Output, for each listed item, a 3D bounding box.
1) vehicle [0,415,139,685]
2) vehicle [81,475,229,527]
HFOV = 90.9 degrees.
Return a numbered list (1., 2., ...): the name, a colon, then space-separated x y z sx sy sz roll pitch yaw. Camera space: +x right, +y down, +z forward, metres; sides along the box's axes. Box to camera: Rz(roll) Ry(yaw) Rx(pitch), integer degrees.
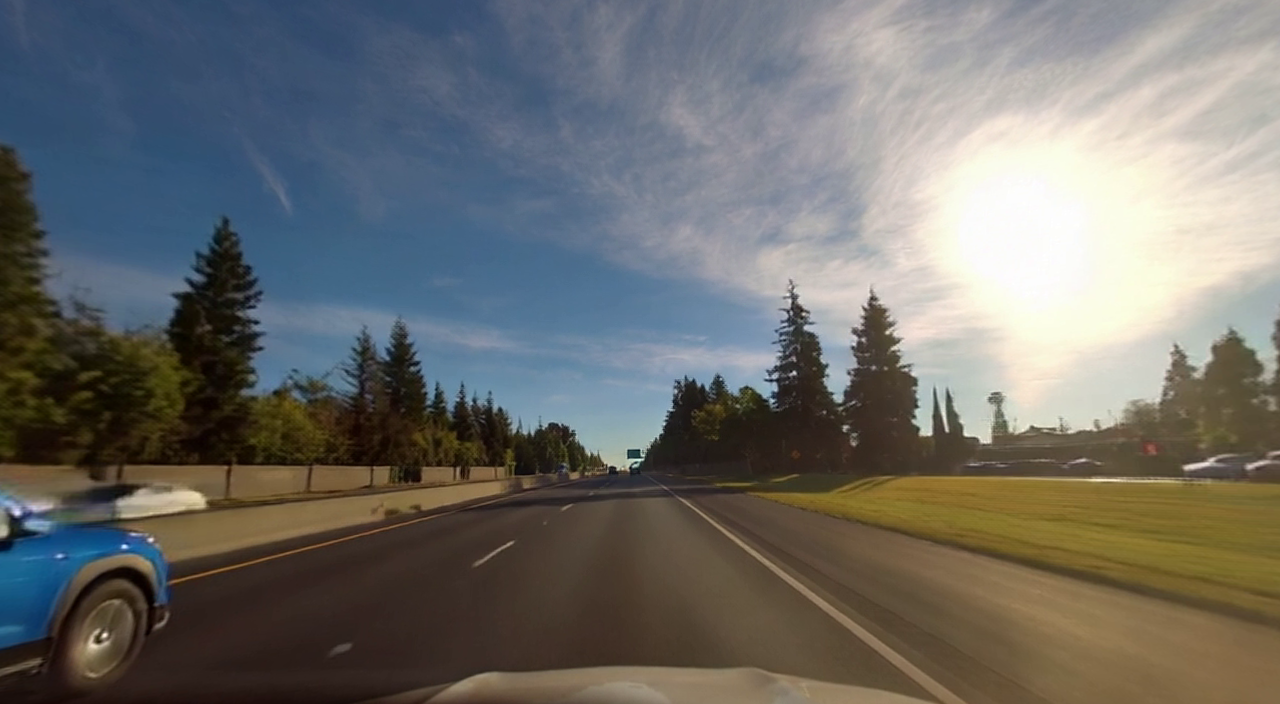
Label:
1. vehicle: -4.622 0.927 2.503 1.914 1.534 4.015 1 -10 -1
2. vehicle: -16.518 5.072 21.777 1.847 1.527 4.084 1 -10 -1
